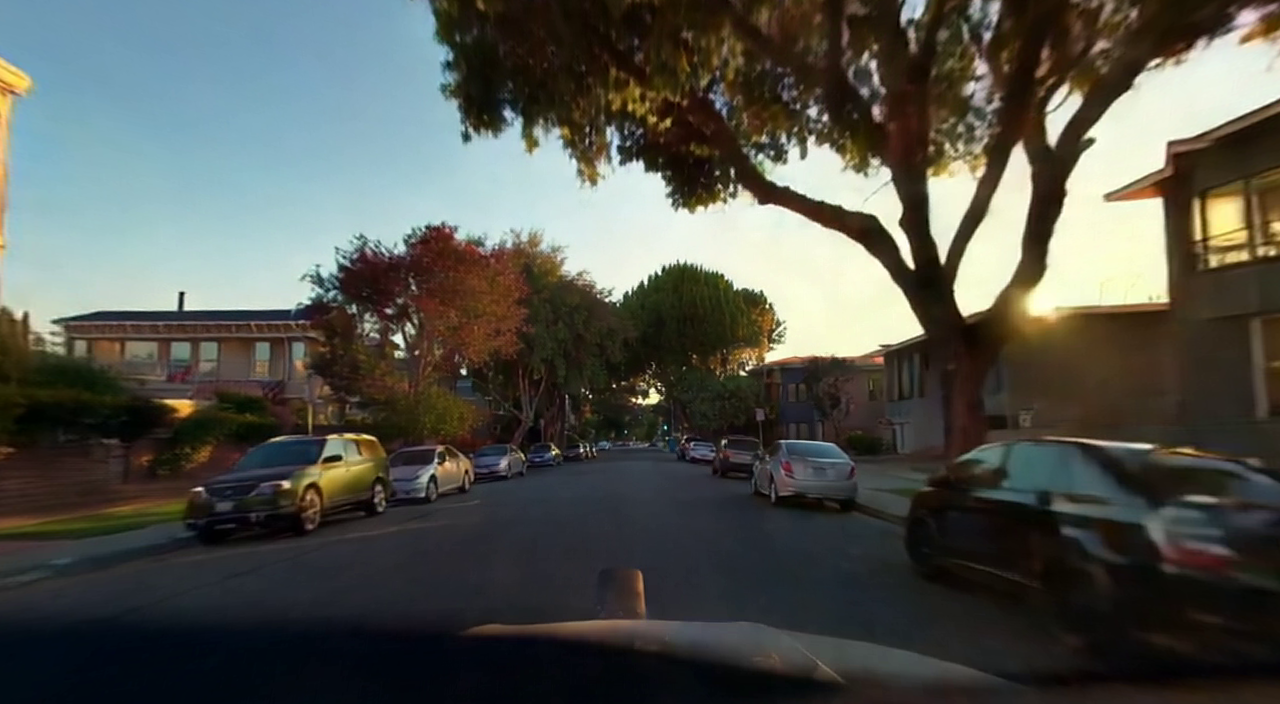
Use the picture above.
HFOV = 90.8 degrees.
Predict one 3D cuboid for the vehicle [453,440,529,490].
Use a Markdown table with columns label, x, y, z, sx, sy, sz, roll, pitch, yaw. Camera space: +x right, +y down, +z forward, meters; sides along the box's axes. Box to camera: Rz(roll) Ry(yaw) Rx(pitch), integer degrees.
| label | x | y | z | sx | sy | sz | roll | pitch | yaw |
| --- | --- | --- | --- | --- | --- | --- | --- | --- | --- |
| vehicle | -5.781 | 4.379 | 25.065 | 1.901 | 1.475 | 4.425 | -4 | -6 | 0 |

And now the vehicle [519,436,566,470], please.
| label | x | y | z | sx | sy | sz | roll | pitch | yaw |
| --- | --- | --- | --- | --- | --- | --- | --- | --- | --- |
| vehicle | -5.787 | 6.119 | 38.161 | 2.106 | 1.760 | 4.573 | -4 | -9 | -1 |

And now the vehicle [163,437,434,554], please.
| label | x | y | z | sx | sy | sz | roll | pitch | yaw |
| --- | --- | --- | --- | --- | --- | --- | --- | --- | --- |
| vehicle | -5.737 | 2.434 | 11.637 | 2.169 | 1.574 | 5.016 | -3 | -9 | 1 |

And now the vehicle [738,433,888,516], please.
| label | x | y | z | sx | sy | sz | roll | pitch | yaw |
| --- | --- | --- | --- | --- | --- | --- | --- | --- | --- |
| vehicle | 3.527 | 2.572 | 13.849 | 1.881 | 1.482 | 4.531 | 0 | -8 | -2 |

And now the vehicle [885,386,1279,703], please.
| label | x | y | z | sx | sy | sz | roll | pitch | yaw |
| --- | --- | --- | --- | --- | --- | --- | --- | --- | --- |
| vehicle | 3.604 | 1.235 | 4.674 | 1.909 | 1.595 | 4.136 | 0 | -8 | 0 |
